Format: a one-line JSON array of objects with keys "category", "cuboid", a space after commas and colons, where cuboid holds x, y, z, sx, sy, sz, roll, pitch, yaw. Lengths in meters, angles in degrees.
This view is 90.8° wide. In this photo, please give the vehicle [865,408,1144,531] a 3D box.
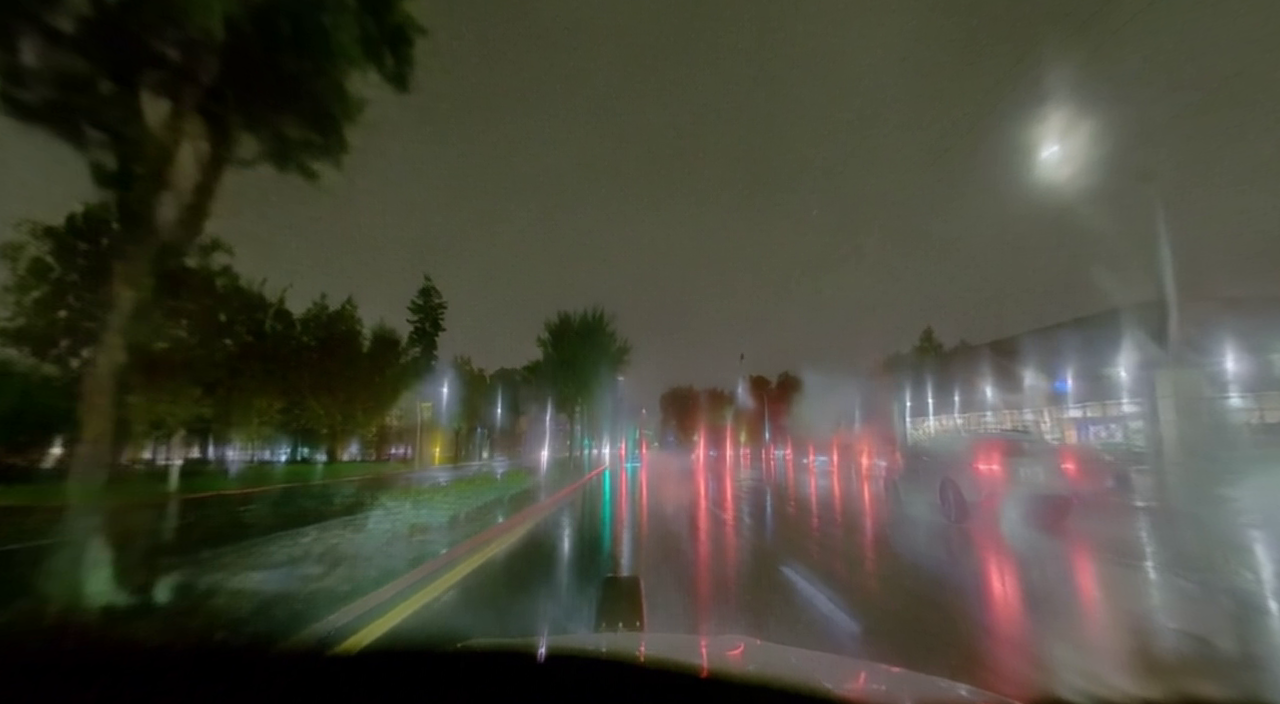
[{"category": "vehicle", "cuboid": [6.771, 2.271, 12.861, 2.240, 1.923, 5.678, 0, -8, 0]}]

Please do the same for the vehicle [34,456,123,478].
[{"category": "vehicle", "cuboid": [-40.823, 8.340, 45.982, 4.604, 1.491, 1.901, 0, -9, 0]}]

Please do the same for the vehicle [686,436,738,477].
[{"category": "vehicle", "cuboid": [3.442, 5.086, 30.966, 1.955, 1.845, 4.538, 0, -8, 0]}]

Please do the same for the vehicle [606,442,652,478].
[{"category": "vehicle", "cuboid": [-0.484, 5.082, 30.021, 2.037, 1.568, 3.693, 0, -8, 0]}]
